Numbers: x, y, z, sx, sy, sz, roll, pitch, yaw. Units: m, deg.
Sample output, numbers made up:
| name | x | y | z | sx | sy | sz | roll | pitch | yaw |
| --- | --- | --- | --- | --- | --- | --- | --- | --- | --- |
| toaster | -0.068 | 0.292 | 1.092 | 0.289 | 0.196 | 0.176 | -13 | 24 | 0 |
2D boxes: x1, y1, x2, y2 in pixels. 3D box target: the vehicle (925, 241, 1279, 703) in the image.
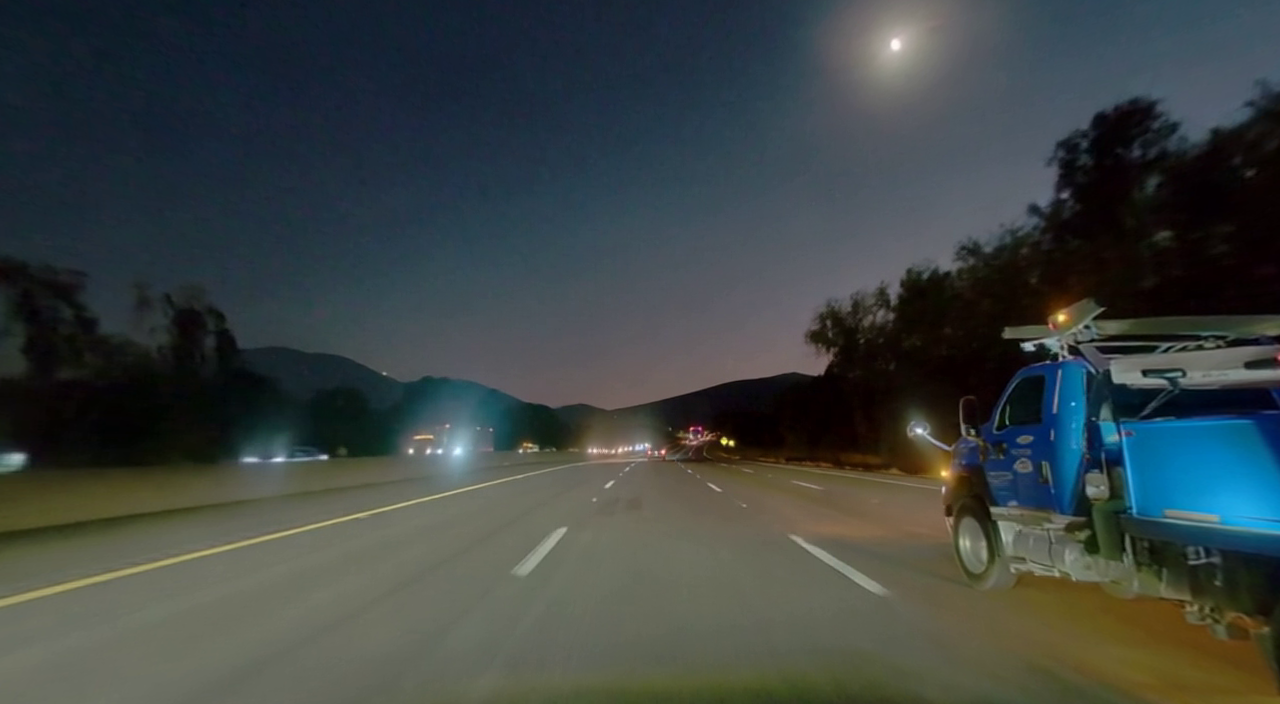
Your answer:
| name | x | y | z | sx | sy | sz | roll | pitch | yaw |
| --- | --- | --- | --- | --- | --- | --- | --- | --- | --- |
| vehicle | 3.867 | 0.643 | 2.331 | 2.538 | 2.228 | 6.370 | 0 | -8 | -1 |

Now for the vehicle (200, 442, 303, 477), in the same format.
| name | x | y | z | sx | sy | sz | roll | pitch | yaw |
| --- | --- | --- | --- | --- | --- | --- | --- | --- | --- |
| vehicle | -18.017 | 4.988 | 29.421 | 1.858 | 1.470 | 4.539 | 0 | -8 | 2 |
